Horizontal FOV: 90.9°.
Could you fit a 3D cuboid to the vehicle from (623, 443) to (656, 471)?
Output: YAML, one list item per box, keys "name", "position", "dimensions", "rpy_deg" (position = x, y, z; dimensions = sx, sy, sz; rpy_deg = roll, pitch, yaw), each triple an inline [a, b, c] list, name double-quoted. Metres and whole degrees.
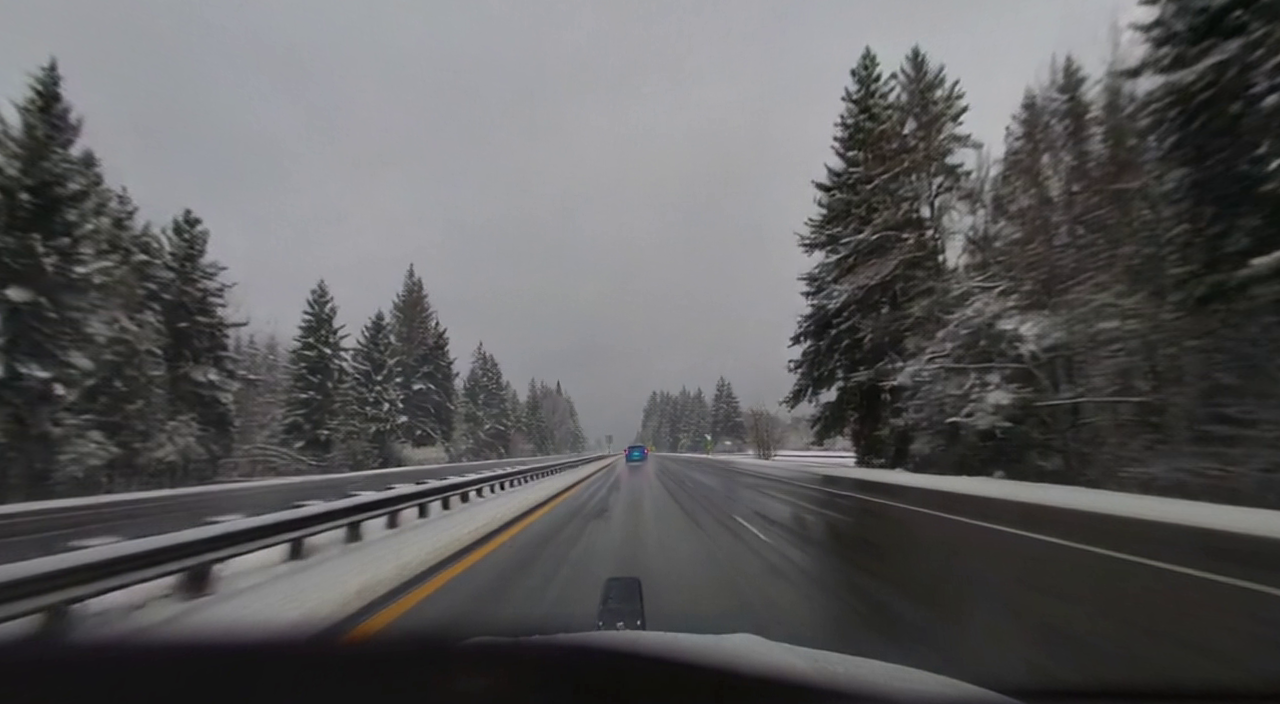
- name: "vehicle"
  position: [-0.059, 6.655, 40.007]
  dimensions: [1.987, 1.658, 3.620]
  rpy_deg: [0, -9, -1]
